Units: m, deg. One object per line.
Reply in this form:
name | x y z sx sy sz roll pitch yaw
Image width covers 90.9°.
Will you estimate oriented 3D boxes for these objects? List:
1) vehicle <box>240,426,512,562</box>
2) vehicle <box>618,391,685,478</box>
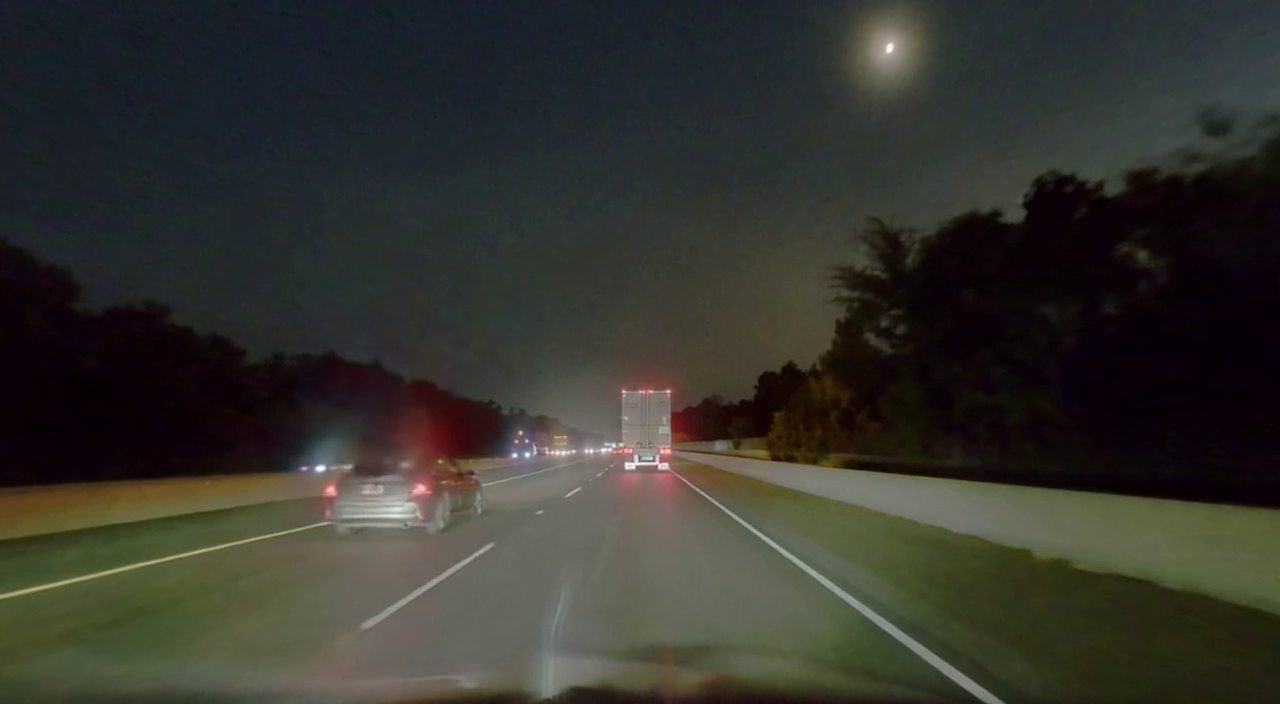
vehicle | -3.551 2.042 9.803 2.074 1.546 4.946 0 -9 0
vehicle | 0.431 4.413 32.880 2.959 3.828 9.617 0 -9 -1
